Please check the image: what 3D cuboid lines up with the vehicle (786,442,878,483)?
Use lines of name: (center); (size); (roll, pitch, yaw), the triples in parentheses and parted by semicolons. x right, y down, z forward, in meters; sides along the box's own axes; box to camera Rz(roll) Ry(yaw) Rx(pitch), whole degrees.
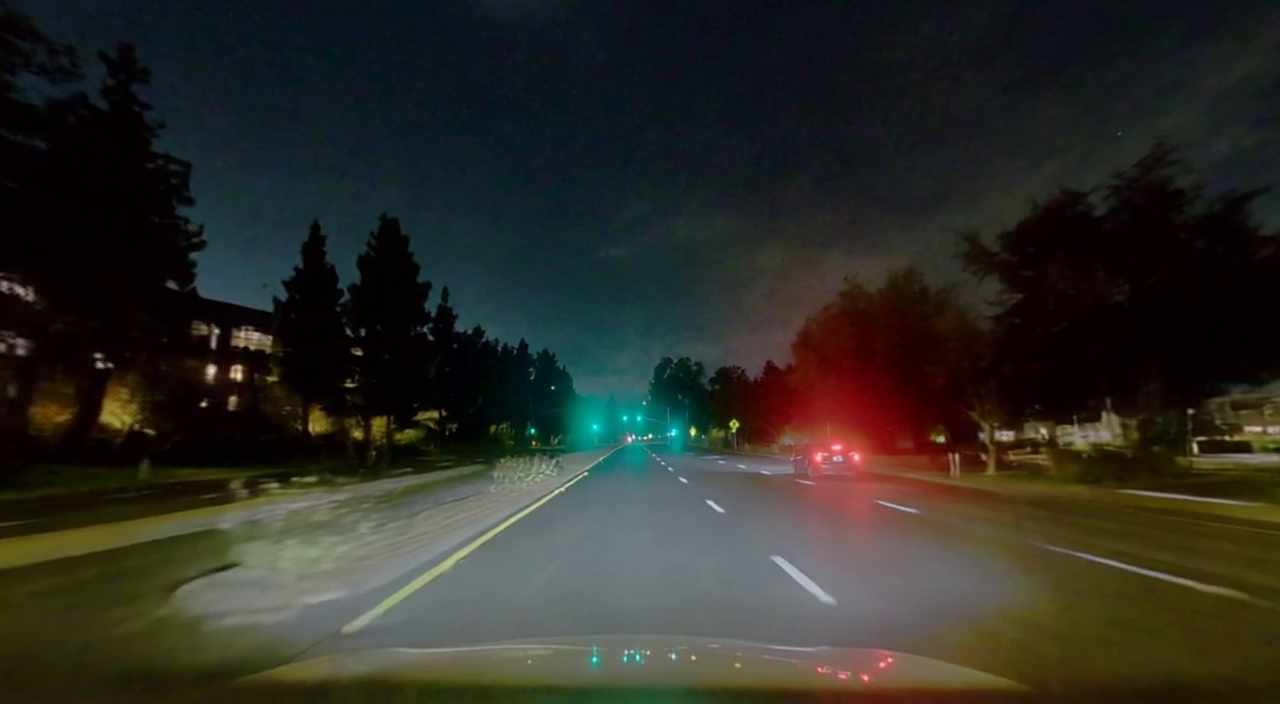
vehicle: (7.221, 4.193, 24.240); (2.054, 1.421, 4.487); (0, -9, -1)
